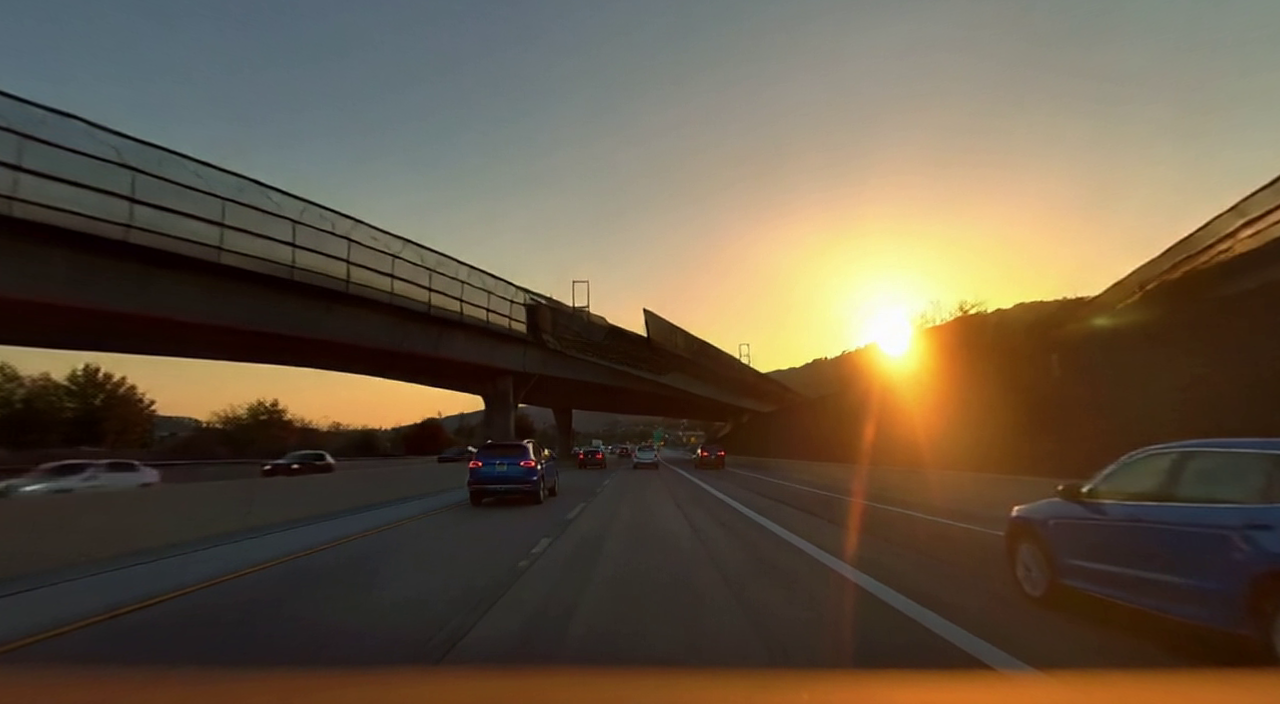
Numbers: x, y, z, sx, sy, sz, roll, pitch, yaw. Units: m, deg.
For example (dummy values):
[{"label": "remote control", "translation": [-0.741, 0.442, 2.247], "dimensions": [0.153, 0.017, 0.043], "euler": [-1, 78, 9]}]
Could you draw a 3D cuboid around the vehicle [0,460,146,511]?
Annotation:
[{"label": "vehicle", "translation": [-20.172, 4.569, 22.023], "dimensions": [1.934, 1.494, 4.563], "euler": [0, -9, 3]}]

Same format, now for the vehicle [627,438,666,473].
[{"label": "vehicle", "translation": [0.340, 6.034, 36.894], "dimensions": [2.155, 1.909, 4.529], "euler": [0, -9, 0]}]

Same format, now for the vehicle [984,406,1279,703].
[{"label": "vehicle", "translation": [4.130, 1.159, 3.806], "dimensions": [1.959, 1.554, 3.795], "euler": [0, -9, 1]}]

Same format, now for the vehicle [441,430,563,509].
[{"label": "vehicle", "translation": [-3.370, 2.966, 16.387], "dimensions": [2.089, 1.751, 4.515], "euler": [0, -9, 1]}]

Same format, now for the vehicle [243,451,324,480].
[{"label": "vehicle", "translation": [-22.793, 7.248, 40.572], "dimensions": [1.953, 1.656, 5.261], "euler": [0, -9, 3]}]

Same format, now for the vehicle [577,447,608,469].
[{"label": "vehicle", "translation": [-3.453, 7.784, 46.467], "dimensions": [1.994, 1.475, 4.171], "euler": [0, -9, 0]}]

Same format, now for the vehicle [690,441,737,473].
[{"label": "vehicle", "translation": [4.360, 6.317, 38.101], "dimensions": [2.231, 1.807, 4.588], "euler": [0, -9, -1]}]
